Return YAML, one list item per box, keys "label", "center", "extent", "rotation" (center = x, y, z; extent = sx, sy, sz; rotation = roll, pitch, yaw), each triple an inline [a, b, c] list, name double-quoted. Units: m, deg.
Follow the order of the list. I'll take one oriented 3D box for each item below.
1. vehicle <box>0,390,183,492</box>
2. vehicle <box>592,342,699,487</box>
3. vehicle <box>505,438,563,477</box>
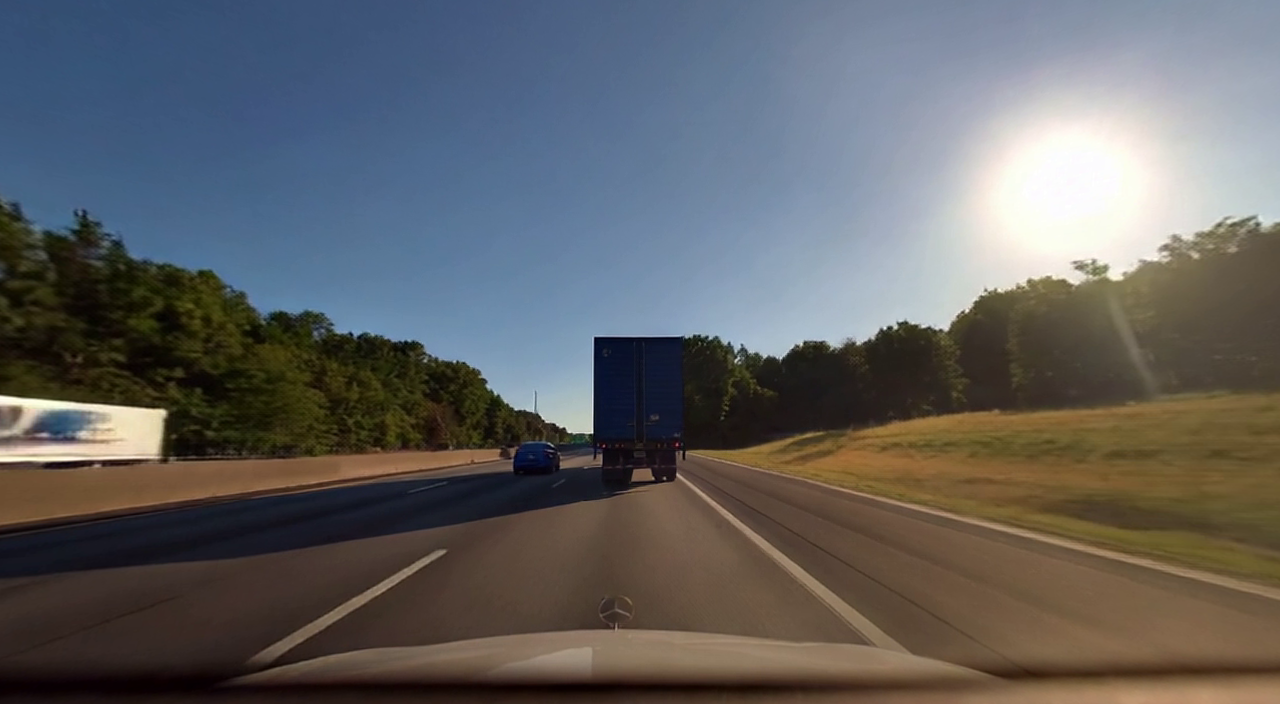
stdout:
- label: "vehicle"
  center: [-24.641, 3.528, 24.777]
  extent: [2.843, 3.644, 14.071]
  rotation: [0, -8, 0]
- label: "vehicle"
  center: [0.038, 2.543, 23.661]
  extent: [3.073, 4.196, 10.546]
  rotation: [0, -8, -1]
- label: "vehicle"
  center: [-4.597, 4.621, 27.876]
  extent: [1.854, 1.530, 4.268]
  rotation: [0, -8, 0]
